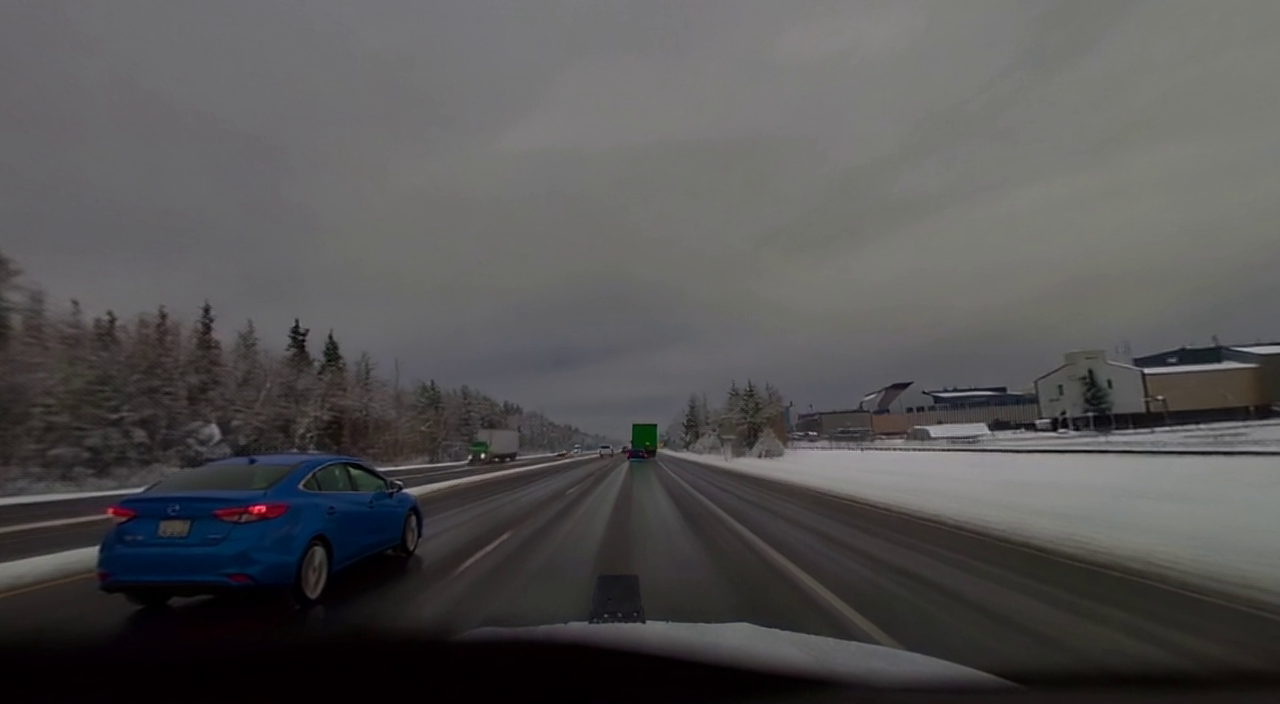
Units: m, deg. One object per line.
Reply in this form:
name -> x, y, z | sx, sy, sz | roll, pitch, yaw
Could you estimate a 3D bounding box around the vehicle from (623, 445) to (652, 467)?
vehicle -> -0.162, 7.857, 47.642 | 2.094, 1.559, 3.945 | 0, -9, 0
